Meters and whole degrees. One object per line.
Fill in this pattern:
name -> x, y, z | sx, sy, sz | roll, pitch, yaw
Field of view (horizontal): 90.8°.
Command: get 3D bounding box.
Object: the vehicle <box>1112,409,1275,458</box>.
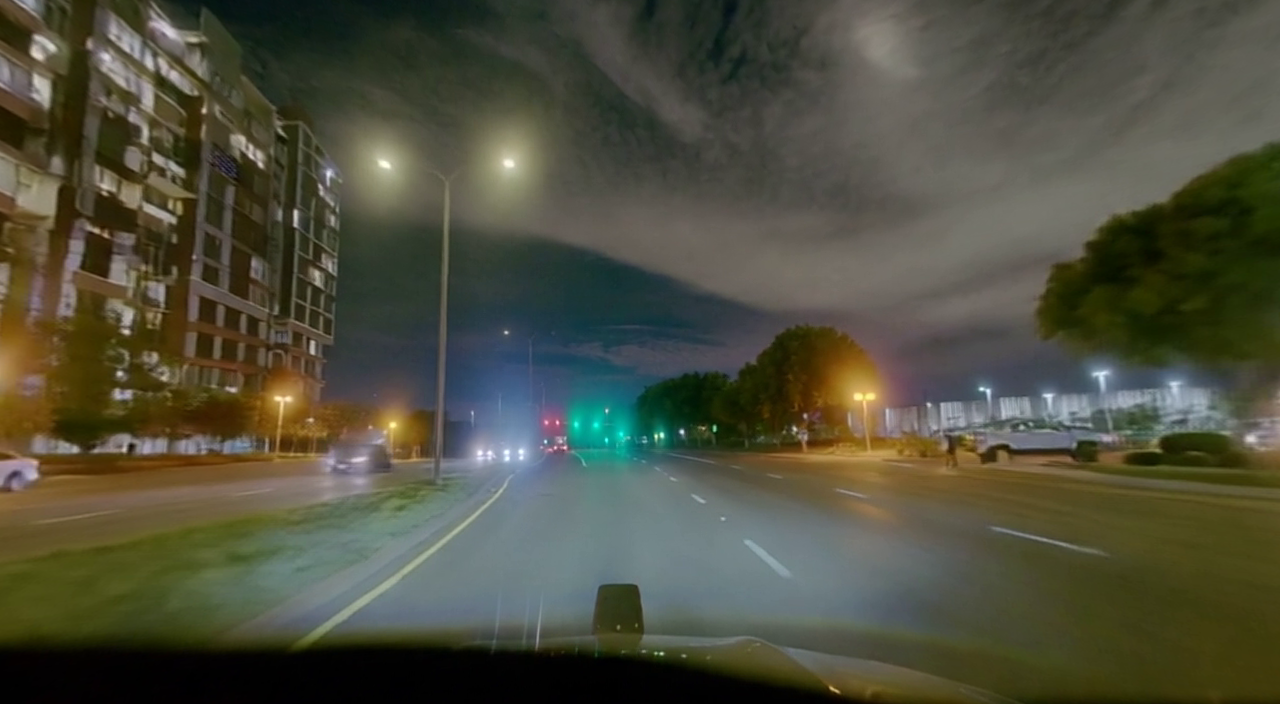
vehicle -> 21.884, 3.270, 25.248 | 4.218, 1.780, 2.331 | -1, -10, 19

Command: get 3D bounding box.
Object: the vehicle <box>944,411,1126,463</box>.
vehicle -> 16.314, 3.621, 26.580 | 5.829, 1.995, 2.659 | -2, -9, 15

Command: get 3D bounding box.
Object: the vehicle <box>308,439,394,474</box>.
vehicle -> -13.736, 5.002, 30.374 | 2.150, 1.534, 4.569 | 0, -8, -3
